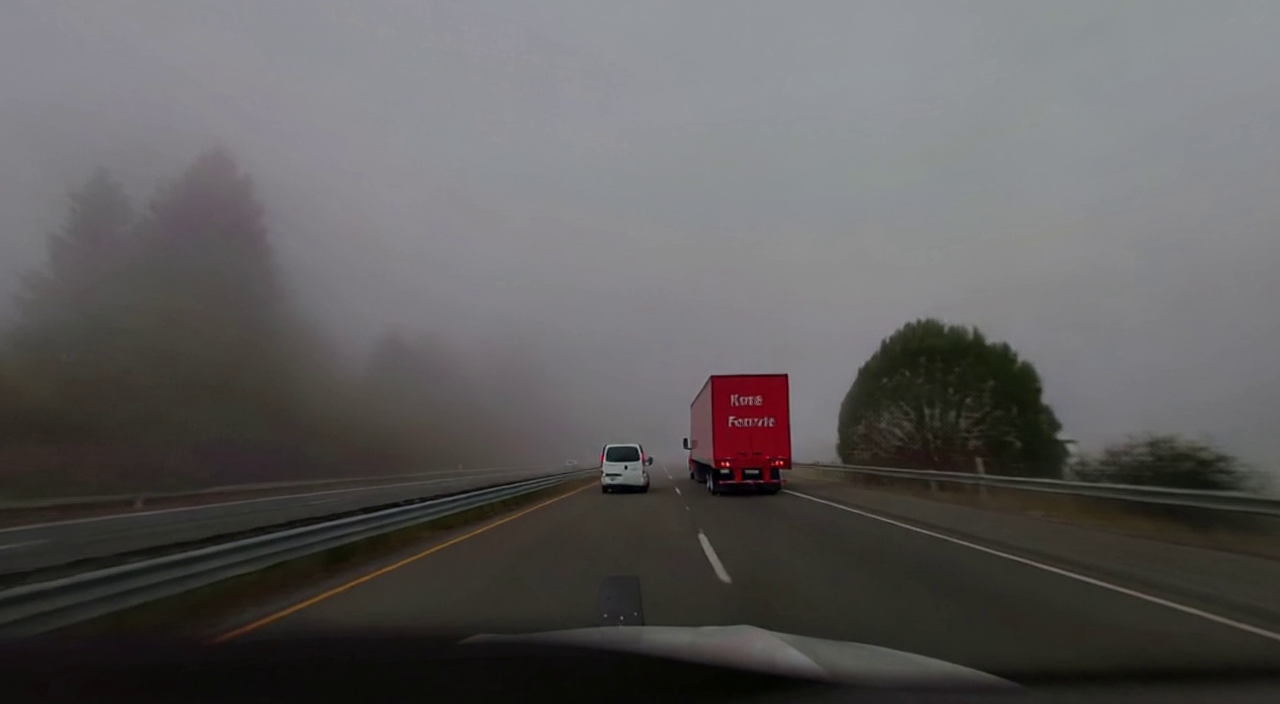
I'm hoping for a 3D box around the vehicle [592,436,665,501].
[{"bbox_3d":[-0.256,3.707,20.357,2.105,1.865,4.102,0,-9,3],"label":"vehicle"}]

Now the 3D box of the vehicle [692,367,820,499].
[{"bbox_3d":[4.015,3.423,25.408,3.030,3.985,12.707,0,-9,1],"label":"vehicle"}]
